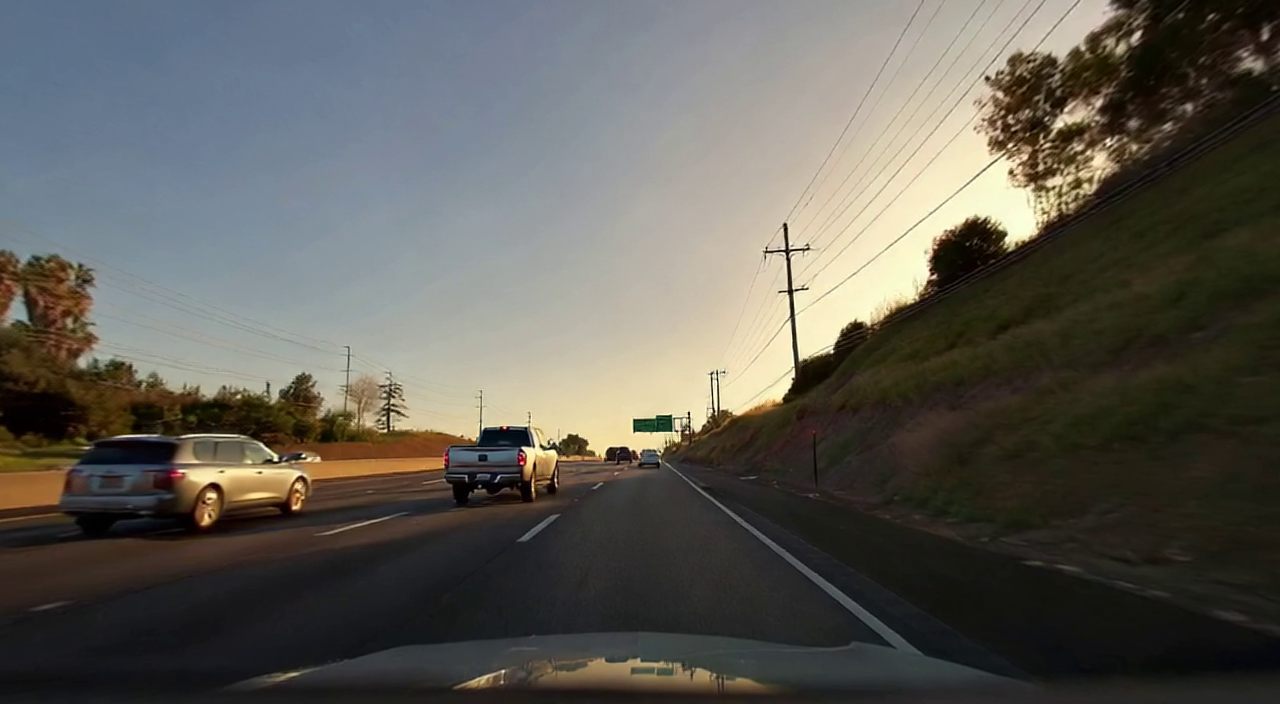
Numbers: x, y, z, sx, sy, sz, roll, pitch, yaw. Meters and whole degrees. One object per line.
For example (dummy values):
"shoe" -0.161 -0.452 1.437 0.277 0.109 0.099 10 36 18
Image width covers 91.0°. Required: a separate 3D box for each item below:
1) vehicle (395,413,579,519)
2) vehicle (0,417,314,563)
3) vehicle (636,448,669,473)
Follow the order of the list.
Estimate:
"vehicle" -3.330 2.728 15.634 2.972 2.087 6.126 0 -9 0
"vehicle" -7.480 1.982 9.825 2.143 1.688 4.776 0 -9 1
"vehicle" 0.778 7.130 41.579 2.025 1.485 4.310 0 -9 -1
